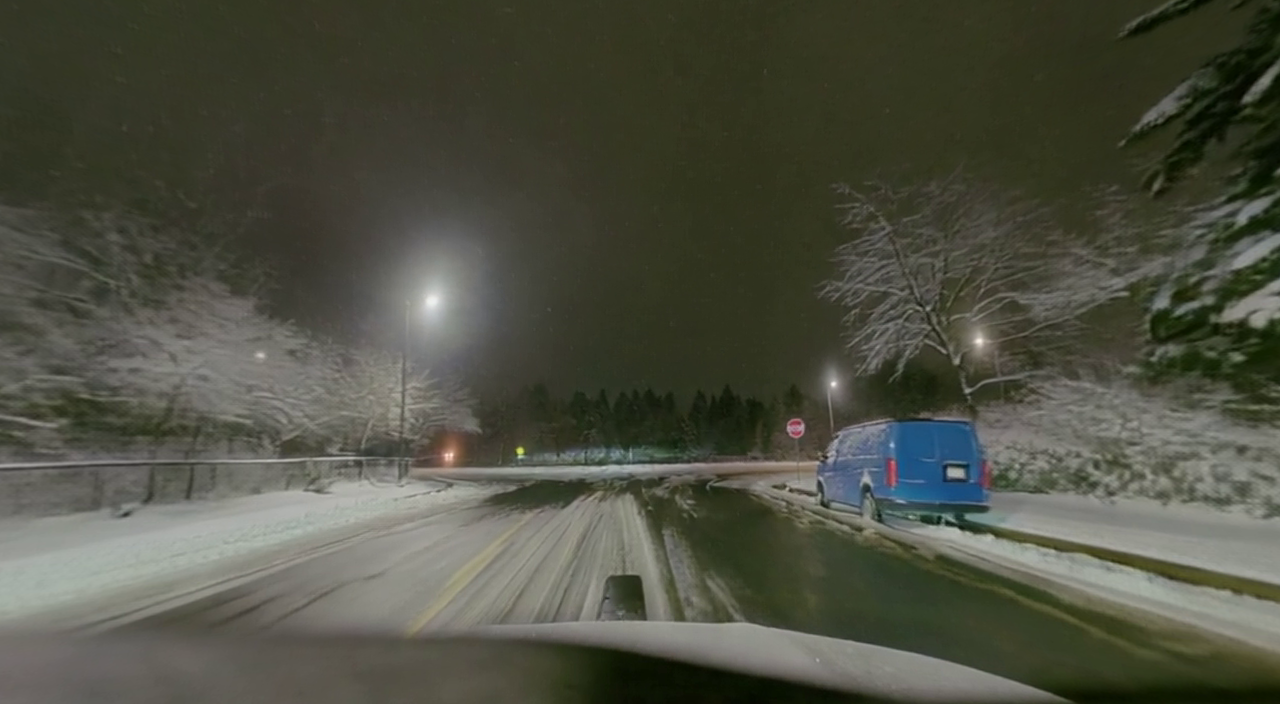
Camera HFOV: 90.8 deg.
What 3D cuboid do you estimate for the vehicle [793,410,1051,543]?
[{"bbox_3d":[5.553,2.577,13.841,2.659,2.245,5.991,0,-9,-2],"label":"vehicle"}]
